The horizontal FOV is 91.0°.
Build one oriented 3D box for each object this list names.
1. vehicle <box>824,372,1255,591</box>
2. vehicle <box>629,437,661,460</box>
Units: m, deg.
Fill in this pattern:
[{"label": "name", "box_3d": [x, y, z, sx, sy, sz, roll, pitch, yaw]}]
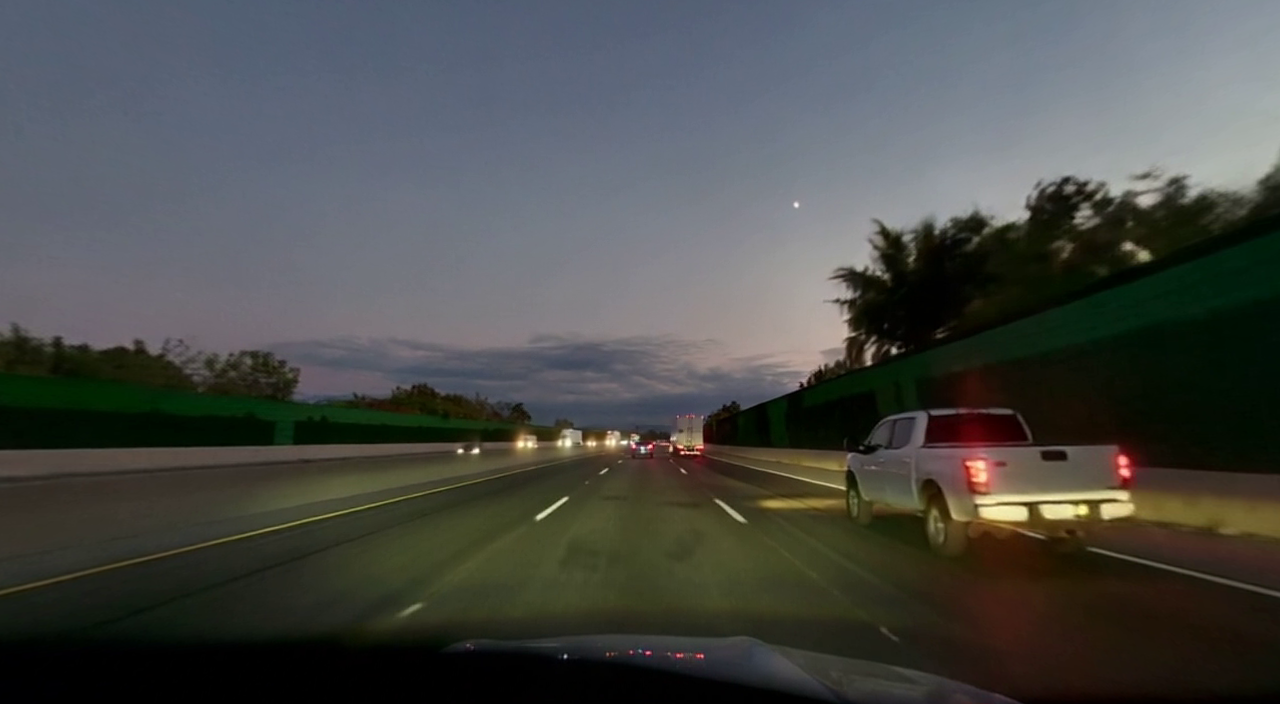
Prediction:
[{"label": "vehicle", "box_3d": [4.352, 1.529, 8.332, 2.209, 1.943, 5.262, 0, -8, 0]}, {"label": "vehicle", "box_3d": [0.372, 7.654, 49.939, 2.389, 1.760, 4.473, 0, -8, 0]}]
